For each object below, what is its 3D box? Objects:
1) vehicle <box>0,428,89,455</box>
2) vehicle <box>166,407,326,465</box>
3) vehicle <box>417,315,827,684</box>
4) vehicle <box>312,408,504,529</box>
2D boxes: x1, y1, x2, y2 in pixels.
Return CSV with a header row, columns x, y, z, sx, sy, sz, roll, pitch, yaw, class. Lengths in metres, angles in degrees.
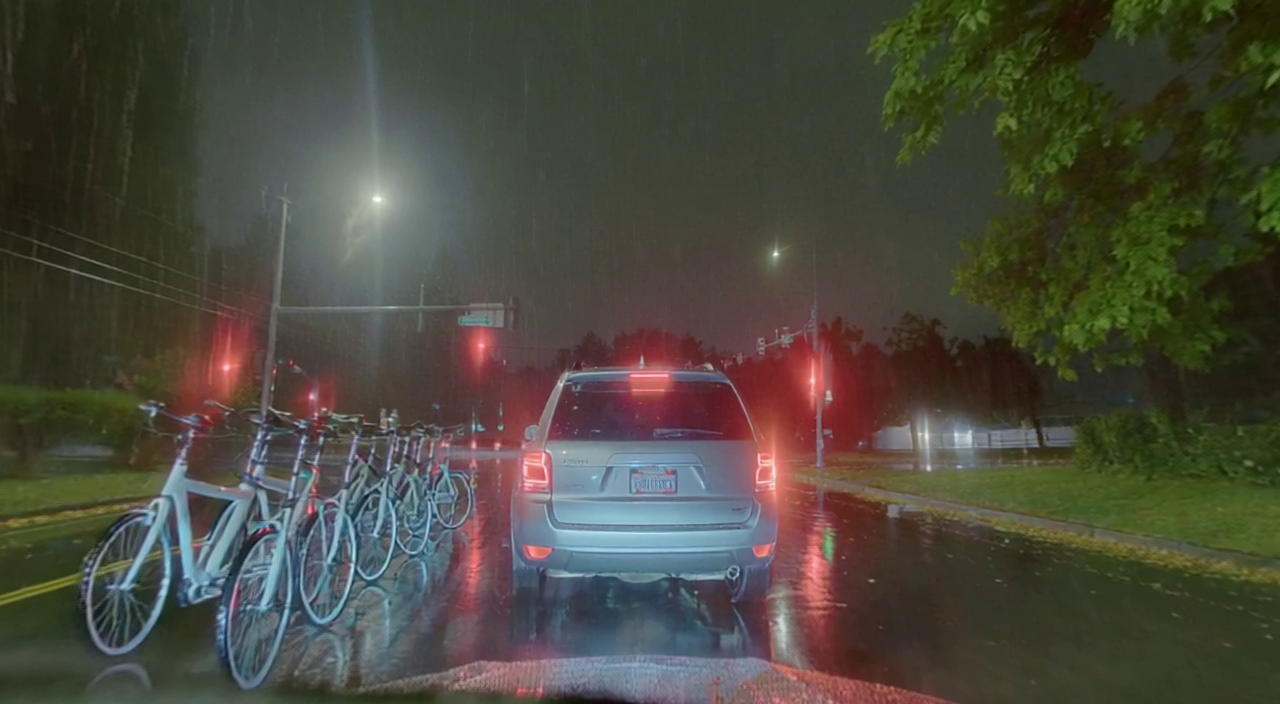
x,y,z,sx,sy,sz,roll,pitch,yaw,class
-36.060,5.396,38.018,3.926,1.536,1.731,0,-8,-8,vehicle
-25.119,5.409,40.723,8.040,3.335,3.070,-1,-9,-7,vehicle
-0.243,1.158,6.003,2.333,2.087,4.586,1,-8,-4,vehicle
-4.198,2.220,12.618,2.337,1.858,5.409,1,-9,-7,vehicle
